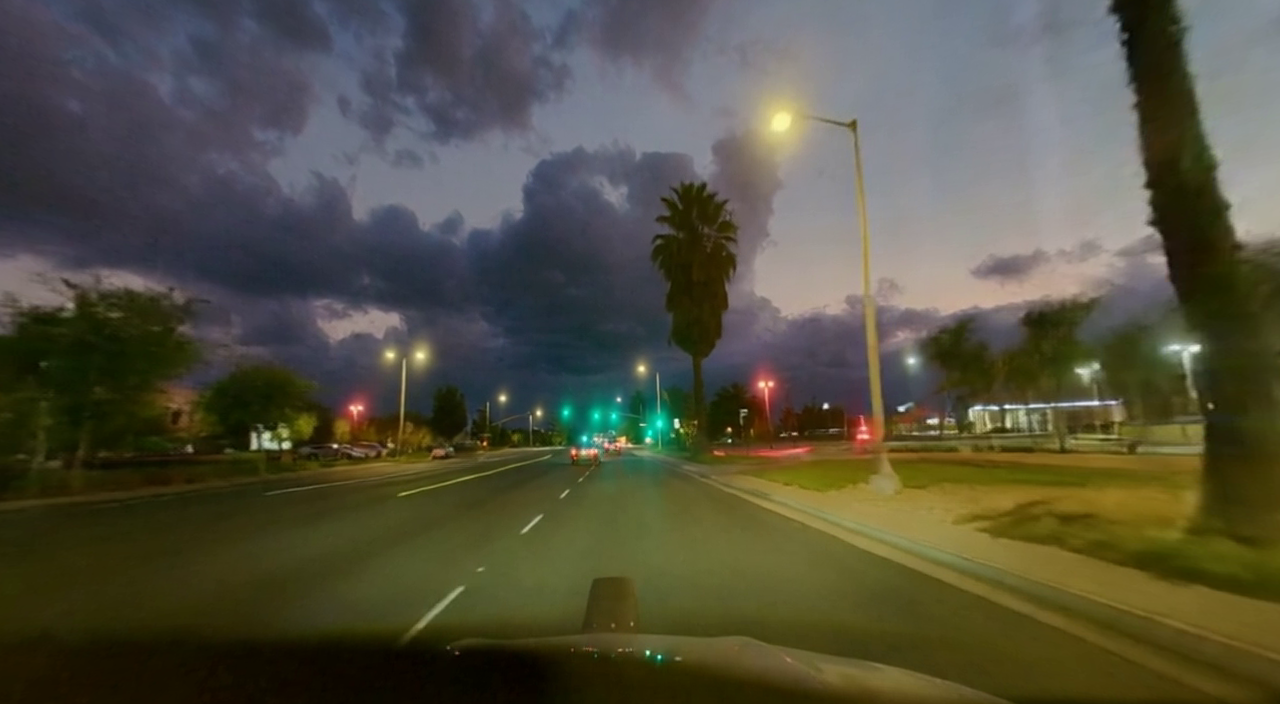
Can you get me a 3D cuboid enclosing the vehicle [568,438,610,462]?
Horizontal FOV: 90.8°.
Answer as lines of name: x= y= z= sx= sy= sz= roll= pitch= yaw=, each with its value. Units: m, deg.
vehicle: x=-3.451 y=6.713 z=43.369 sx=2.060 sy=1.526 sz=3.859 roll=-1 pitch=-8 yaw=7
